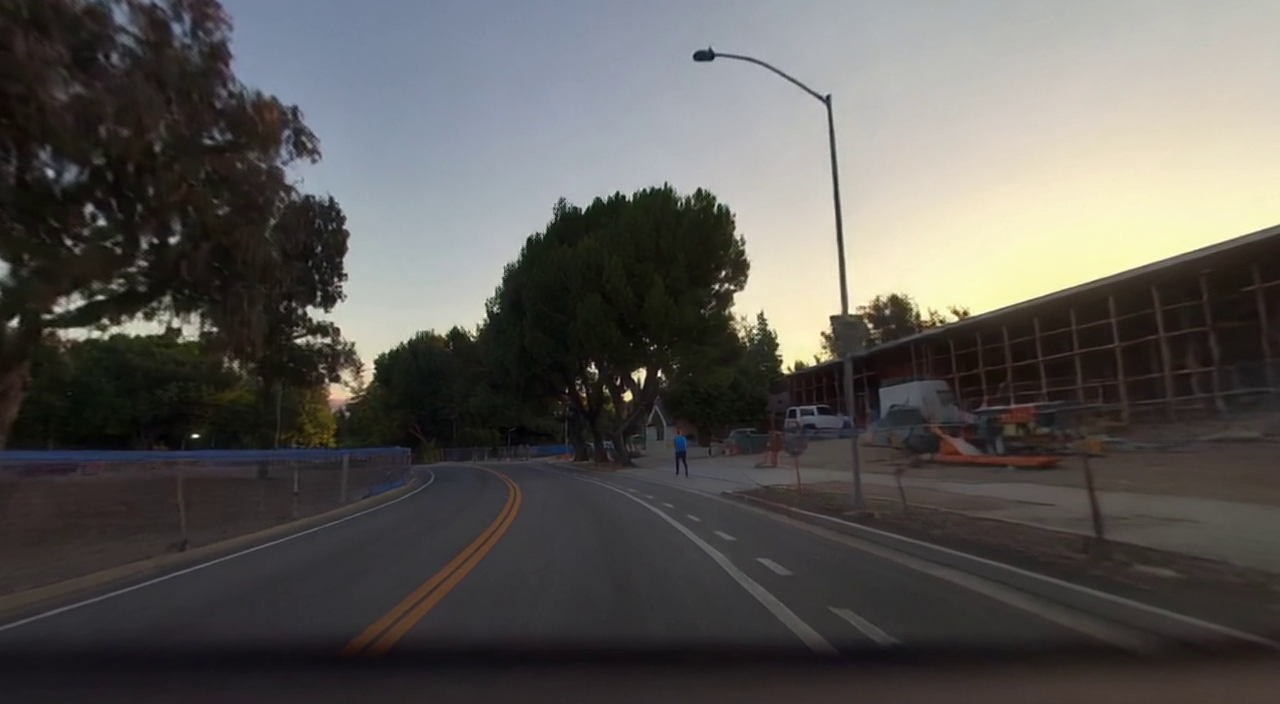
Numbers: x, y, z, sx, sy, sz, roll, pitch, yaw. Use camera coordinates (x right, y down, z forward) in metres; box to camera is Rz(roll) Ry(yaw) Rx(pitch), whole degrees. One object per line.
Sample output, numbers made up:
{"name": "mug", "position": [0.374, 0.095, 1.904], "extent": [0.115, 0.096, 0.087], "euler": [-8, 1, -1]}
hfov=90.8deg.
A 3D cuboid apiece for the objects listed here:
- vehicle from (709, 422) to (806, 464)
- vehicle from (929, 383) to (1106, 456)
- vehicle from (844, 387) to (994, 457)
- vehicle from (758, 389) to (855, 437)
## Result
{"name": "vehicle", "position": [6.747, 5.187, 36.238], "extent": [5.021, 1.930, 2.119], "euler": [-1, -9, -27]}
{"name": "vehicle", "position": [9.395, 1.747, 15.915], "extent": [3.451, 1.504, 1.652], "euler": [4, -10, -5]}
{"name": "vehicle", "position": [8.231, 2.132, 18.734], "extent": [3.674, 1.559, 1.775], "euler": [8, -11, -9]}
{"name": "vehicle", "position": [8.216, 3.031, 31.081], "extent": [4.180, 1.880, 2.028], "euler": [8, -9, -23]}
